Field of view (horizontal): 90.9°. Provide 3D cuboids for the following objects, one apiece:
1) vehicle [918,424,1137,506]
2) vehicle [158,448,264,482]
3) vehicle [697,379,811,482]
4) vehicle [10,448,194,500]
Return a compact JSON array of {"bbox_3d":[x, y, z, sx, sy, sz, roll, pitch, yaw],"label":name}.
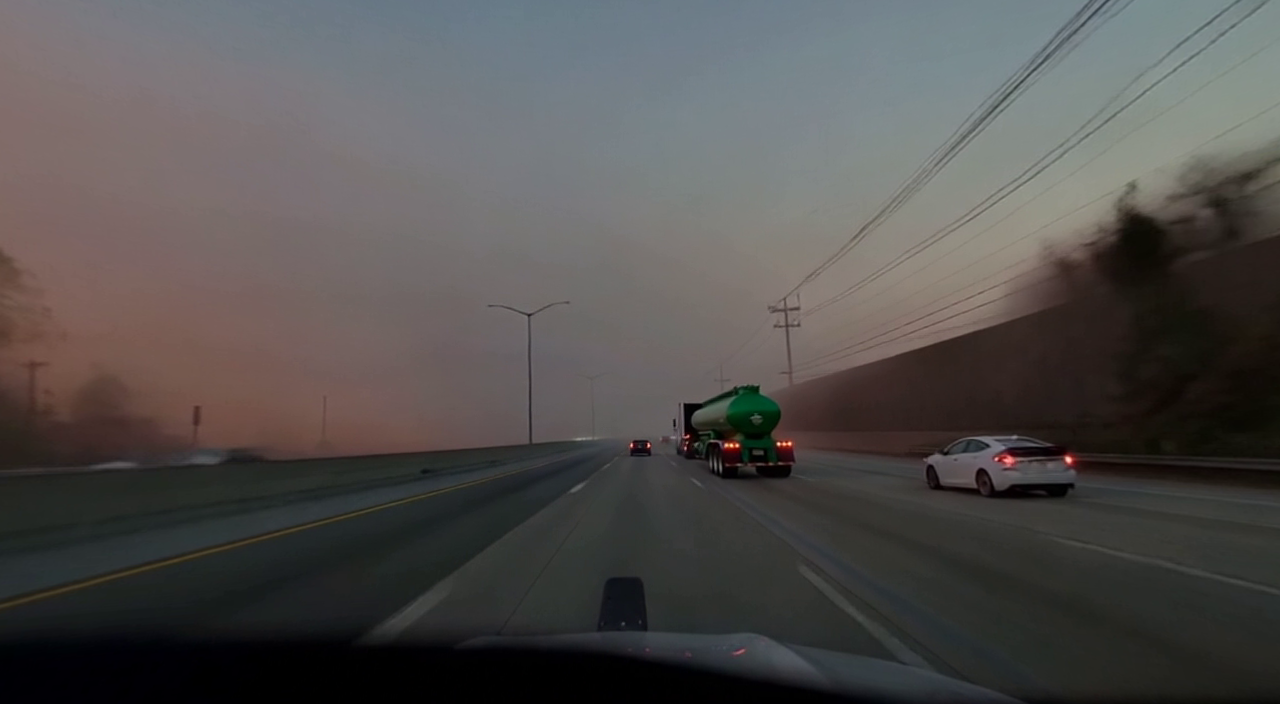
[{"bbox_3d":[8.157,2.417,13.938,1.905,1.480,4.624,0,-8,0],"label":"vehicle"},{"bbox_3d":[-21.076,5.536,31.271,1.866,1.490,4.776,0,-8,1],"label":"vehicle"},{"bbox_3d":[3.900,3.005,23.612,2.791,3.179,8.074,0,-8,0],"label":"vehicle"},{"bbox_3d":[-17.564,3.953,21.006,1.932,1.493,4.728,0,-8,1],"label":"vehicle"}]
